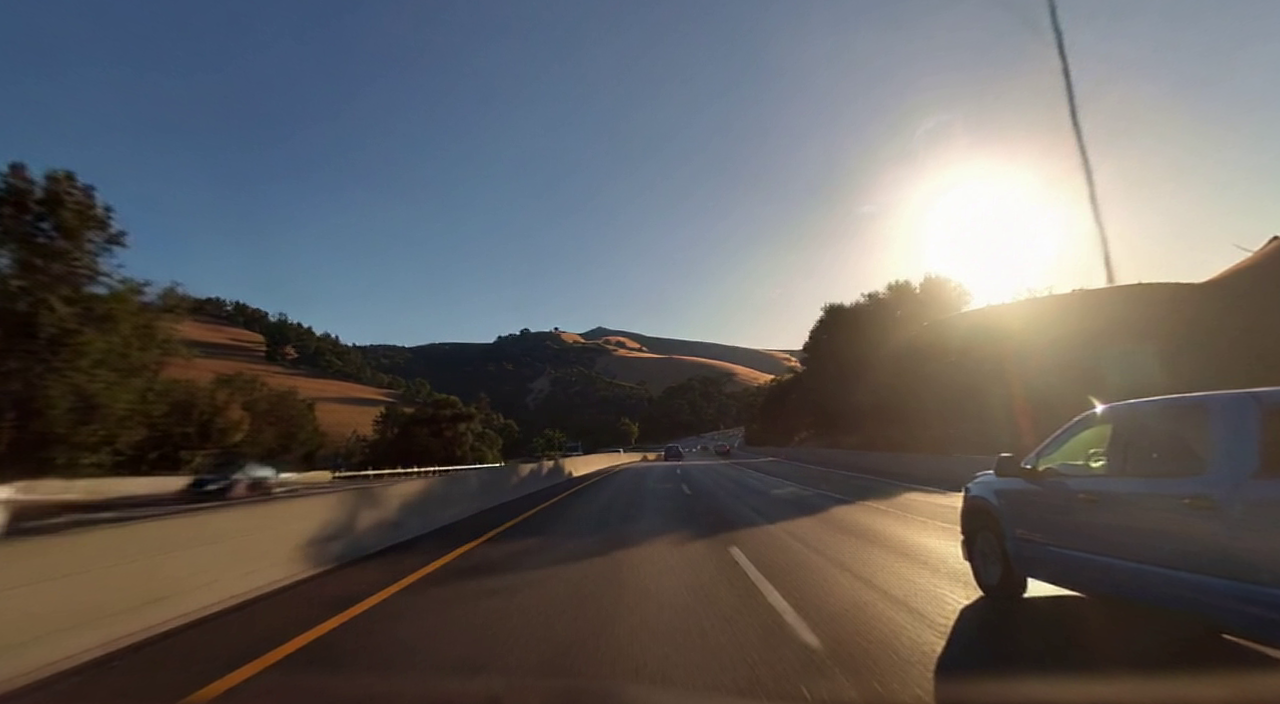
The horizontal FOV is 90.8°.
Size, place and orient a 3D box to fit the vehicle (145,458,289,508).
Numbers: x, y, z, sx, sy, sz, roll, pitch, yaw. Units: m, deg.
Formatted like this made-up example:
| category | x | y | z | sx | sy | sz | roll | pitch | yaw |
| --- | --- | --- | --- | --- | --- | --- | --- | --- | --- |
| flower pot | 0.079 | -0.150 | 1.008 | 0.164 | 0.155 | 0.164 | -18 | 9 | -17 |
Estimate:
| category | x | y | z | sx | sy | sz | roll | pitch | yaw |
| --- | --- | --- | --- | --- | --- | --- | --- | --- | --- |
| vehicle | -14.270 | 4.410 | 21.696 | 1.815 | 1.428 | 4.437 | 0 | -9 | 1 |

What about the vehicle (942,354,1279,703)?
| category | x | y | z | sx | sy | sz | roll | pitch | yaw |
| --- | --- | --- | --- | --- | --- | --- | --- | --- | --- |
| vehicle | 3.920 | 0.988 | 3.463 | 2.151 | 1.744 | 4.709 | 0 | -9 | 0 |

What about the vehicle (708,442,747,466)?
| category | x | y | z | sx | sy | sz | roll | pitch | yaw |
| --- | --- | --- | --- | --- | --- | --- | --- | --- | --- |
| vehicle | 6.094 | 7.151 | 44.402 | 2.249 | 1.635 | 4.118 | 0 | -9 | 2 |
